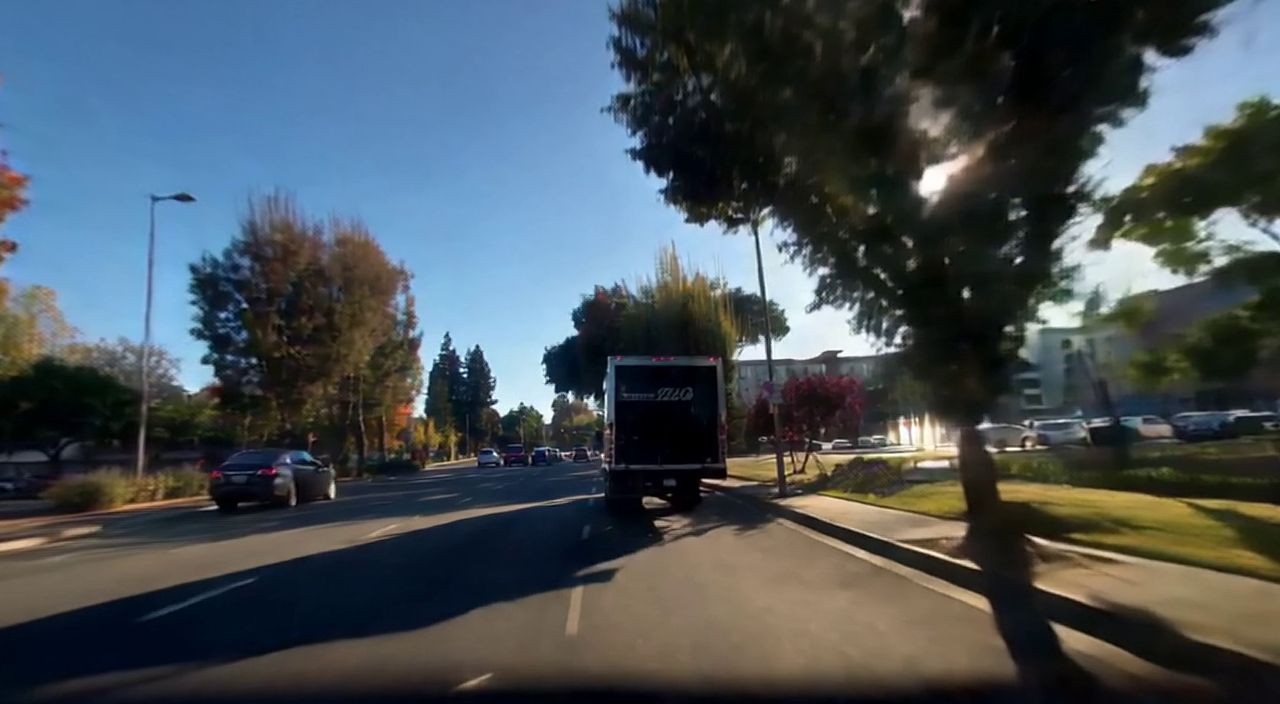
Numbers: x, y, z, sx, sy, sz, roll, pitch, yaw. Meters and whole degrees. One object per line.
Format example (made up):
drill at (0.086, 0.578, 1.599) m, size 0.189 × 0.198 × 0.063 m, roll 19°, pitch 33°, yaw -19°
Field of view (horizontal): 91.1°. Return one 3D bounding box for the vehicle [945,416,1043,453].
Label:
vehicle at (18.410, 4.367, 32.907) m, size 1.880 × 1.804 × 4.679 m, roll 1°, pitch -9°, yaw -8°

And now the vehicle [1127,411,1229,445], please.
vehicle at (28.970, 4.151, 33.977) m, size 1.827 × 1.498 × 3.785 m, roll -5°, pitch -8°, yaw -6°

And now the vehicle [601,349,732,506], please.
vehicle at (0.361, 2.393, 19.118) m, size 2.905 × 3.644 × 8.807 m, roll 1°, pitch -9°, yaw -4°

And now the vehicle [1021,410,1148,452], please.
vehicle at (23.693, 4.335, 33.862) m, size 2.220 × 1.981 × 5.827 m, roll 3°, pitch -9°, yaw -6°

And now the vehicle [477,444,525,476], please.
vehicle at (-8.327, 6.494, 38.068) m, size 2.095 × 1.759 × 4.433 m, roll 0°, pitch -9°, yaw -3°

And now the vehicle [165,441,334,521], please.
vehicle at (-9.348, 3.058, 15.538) m, size 1.958 × 1.672 × 4.283 m, roll 1°, pitch -9°, yaw -9°
